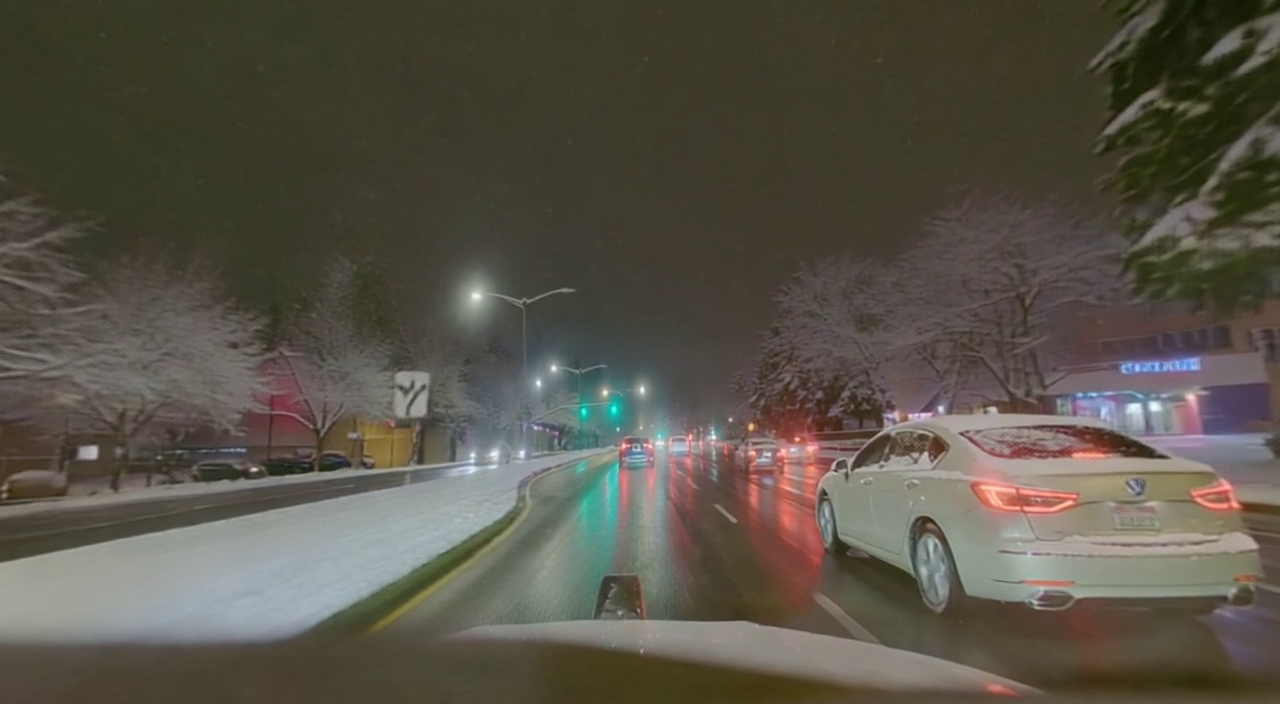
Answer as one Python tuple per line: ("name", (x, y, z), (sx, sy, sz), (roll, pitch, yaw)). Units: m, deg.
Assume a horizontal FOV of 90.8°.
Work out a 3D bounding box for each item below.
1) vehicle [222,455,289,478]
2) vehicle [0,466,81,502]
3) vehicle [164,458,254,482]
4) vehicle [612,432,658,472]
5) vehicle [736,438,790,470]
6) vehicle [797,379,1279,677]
("vehicle", (-30.287, 9.009, 49.862), (4.058, 1.535, 1.826), (-2, -8, -1))
("vehicle", (-29.969, 6.433, 30.586), (4.040, 1.444, 1.905), (-4, -8, -1))
("vehicle", (-29.988, 8.229, 44.049), (4.689, 1.535, 2.042), (0, -8, -1))
("vehicle", (-0.246, 4.878, 31.041), (2.106, 1.798, 4.168), (0, -8, 0))
("vehicle", (6.149, 5.142, 31.996), (1.883, 1.452, 4.258), (0, -8, 0))
("vehicle", (3.125, 1.313, 5.856), (2.153, 1.658, 4.485), (0, -8, 0))
